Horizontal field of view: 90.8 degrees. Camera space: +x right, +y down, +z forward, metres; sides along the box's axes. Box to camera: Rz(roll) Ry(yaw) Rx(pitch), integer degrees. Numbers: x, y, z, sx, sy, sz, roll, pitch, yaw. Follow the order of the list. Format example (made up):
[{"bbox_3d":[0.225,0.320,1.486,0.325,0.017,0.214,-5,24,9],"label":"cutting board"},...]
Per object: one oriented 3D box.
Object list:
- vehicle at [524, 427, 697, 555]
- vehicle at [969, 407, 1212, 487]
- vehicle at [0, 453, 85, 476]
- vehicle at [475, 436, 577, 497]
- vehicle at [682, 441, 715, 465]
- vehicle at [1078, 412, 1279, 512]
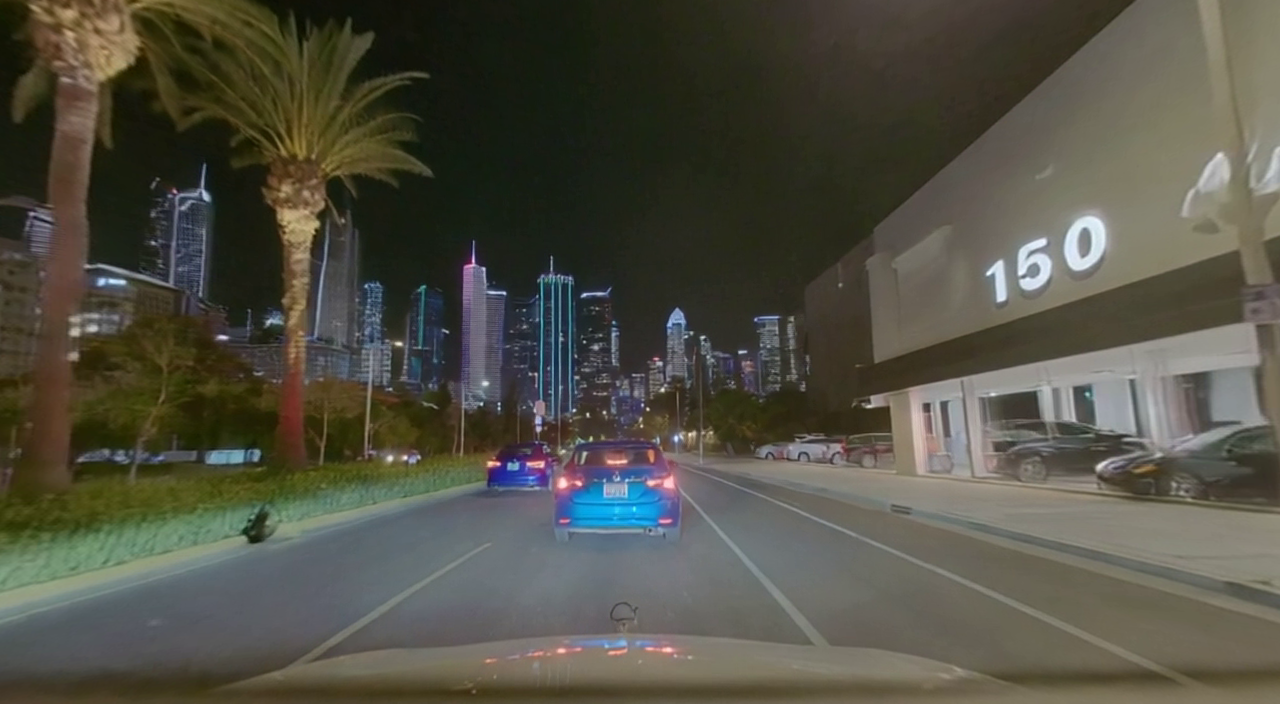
[{"bbox_3d":[-0.327,1.902,9.256,2.004,1.465,3.713,0,-9,0],"label":"vehicle"},{"bbox_3d":[12.866,2.772,18.406,5.187,1.962,2.196,-3,-9,4],"label":"vehicle"},{"bbox_3d":[-41.659,7.812,43.915,4.261,1.507,1.977,0,-9,0],"label":"vehicle"},{"bbox_3d":[-3.110,3.227,18.199,2.071,1.544,4.383,0,-9,1],"label":"vehicle"},{"bbox_3d":[4.312,7.498,47.157,2.039,1.701,4.223,0,-9,0],"label":"vehicle"},{"bbox_3d":[12.638,2.214,13.247,5.188,1.805,2.228,-2,-8,-3],"label":"vehicle"}]
